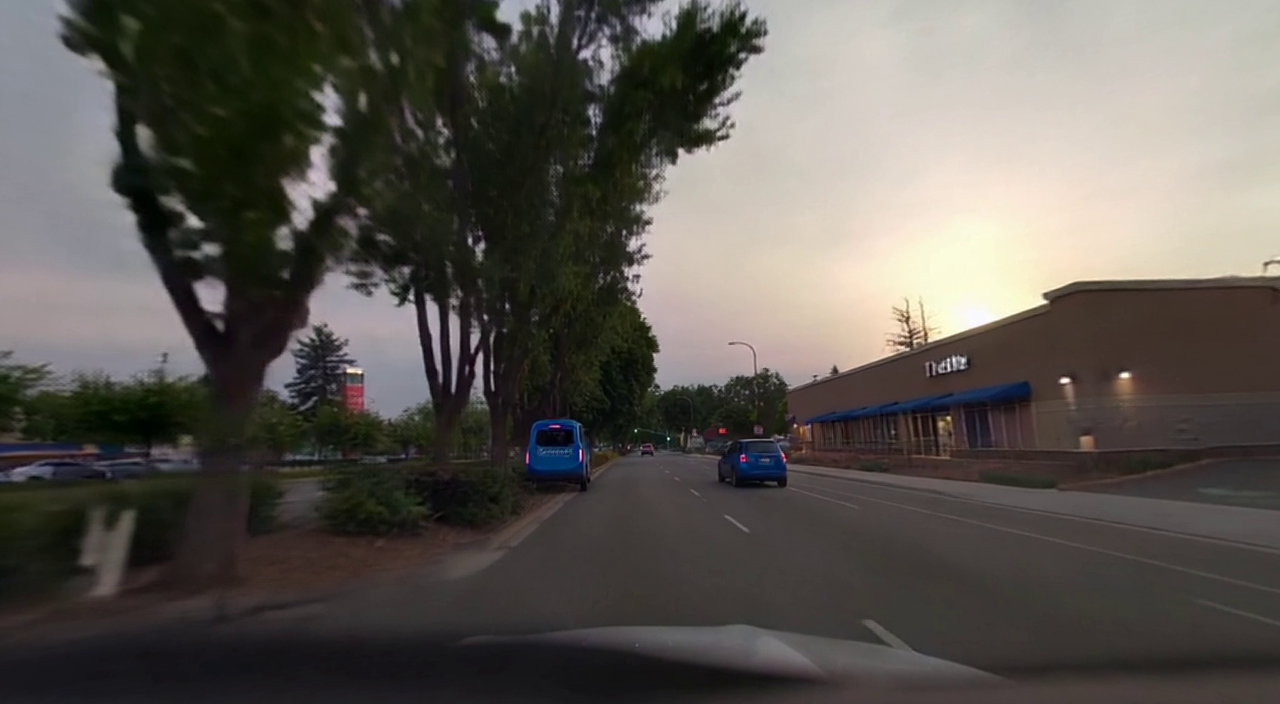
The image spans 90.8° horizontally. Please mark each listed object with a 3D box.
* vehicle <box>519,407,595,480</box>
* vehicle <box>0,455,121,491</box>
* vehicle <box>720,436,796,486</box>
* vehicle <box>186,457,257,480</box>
[{"bbox_3d":[-3.370,3.947,27.134,2.443,2.784,5.862,0,-9,0],"label":"vehicle"},{"bbox_3d":[-31.870,6.478,34.033,5.692,1.725,2.144,5,-10,-33],"label":"vehicle"},{"bbox_3d":[4.206,3.959,23.183,1.869,1.646,4.166,0,-9,-2],"label":"vehicle"},{"bbox_3d":[-31.635,8.793,47.881,4.225,1.449,1.819,1,-9,-26],"label":"vehicle"}]
